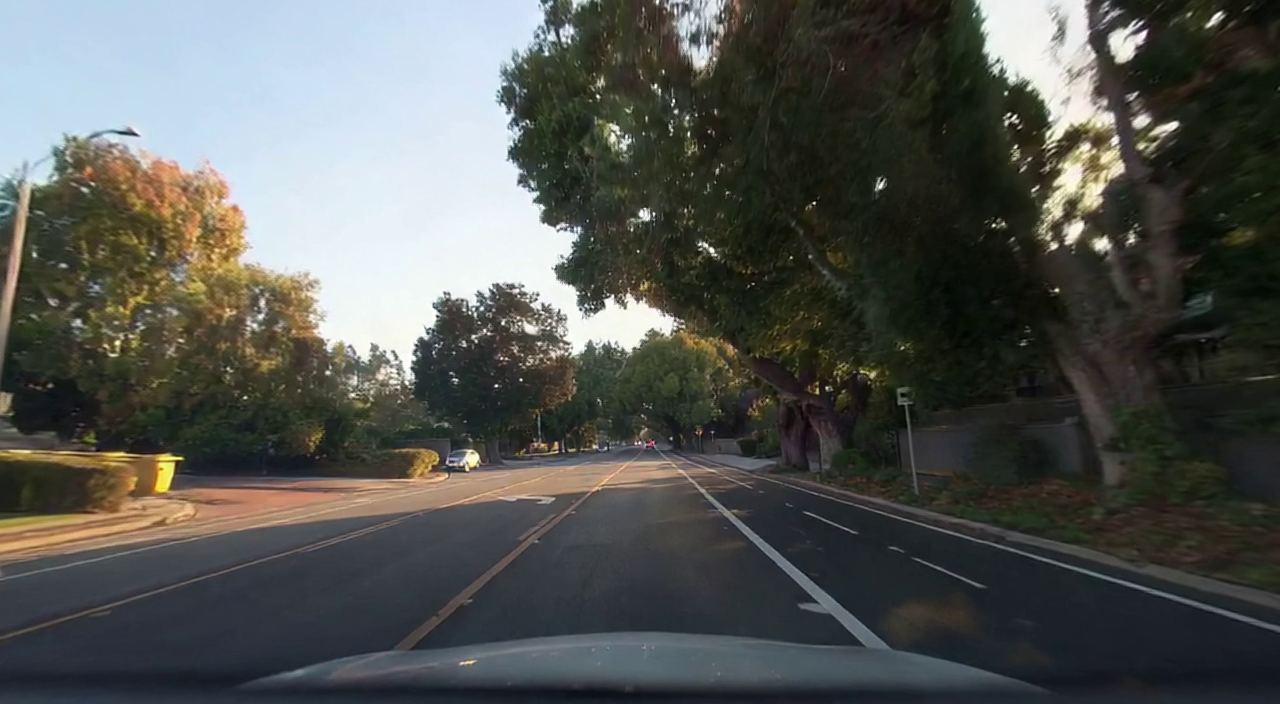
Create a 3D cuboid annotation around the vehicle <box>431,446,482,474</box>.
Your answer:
[{"bbox_3d":[-12.184,7.131,42.069,1.921,1.611,4.713,-4,-8,1],"label":"vehicle"}]
